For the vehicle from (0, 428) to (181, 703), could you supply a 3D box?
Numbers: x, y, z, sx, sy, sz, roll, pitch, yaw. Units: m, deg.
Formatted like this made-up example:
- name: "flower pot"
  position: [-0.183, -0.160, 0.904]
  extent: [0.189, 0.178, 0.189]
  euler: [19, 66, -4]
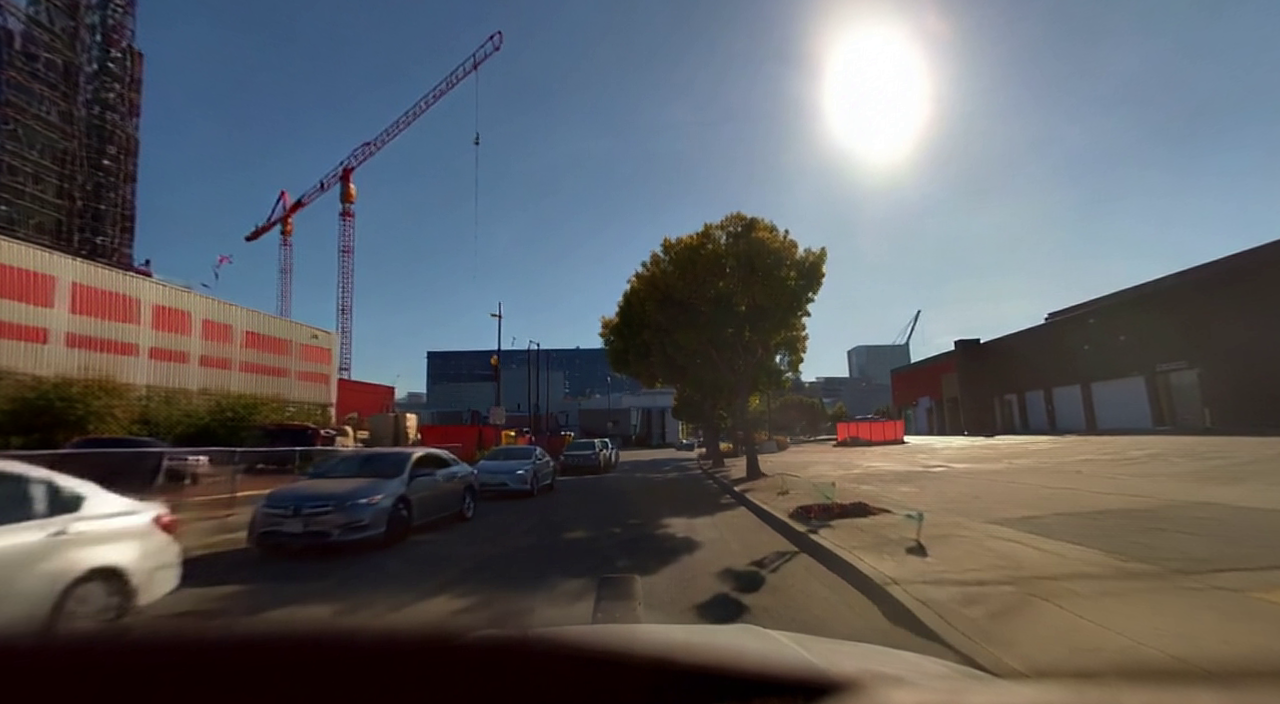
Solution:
- name: "vehicle"
  position: [-4.083, 0.998, 2.256]
  extent: [1.806, 1.451, 3.878]
  euler: [-1, -8, 3]

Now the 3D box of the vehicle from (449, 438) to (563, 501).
- name: "vehicle"
  position: [-3.461, 3.097, 17.220]
  extent: [1.948, 1.460, 4.394]
  euler: [-1, -8, 3]

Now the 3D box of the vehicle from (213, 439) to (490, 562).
- name: "vehicle"
  position: [-3.958, 2.061, 9.686]
  extent: [1.996, 1.411, 4.370]
  euler: [-1, -8, 3]

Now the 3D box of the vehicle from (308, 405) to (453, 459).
- name: "vehicle"
  position: [-12.398, 3.862, 30.319]
  extent: [6.039, 2.449, 2.273]
  euler: [-1, -8, 9]

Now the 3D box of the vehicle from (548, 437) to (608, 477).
- name: "vehicle"
  position: [-2.656, 4.625, 28.066]
  extent: [1.980, 1.635, 4.153]
  euler: [-1, -8, 4]
